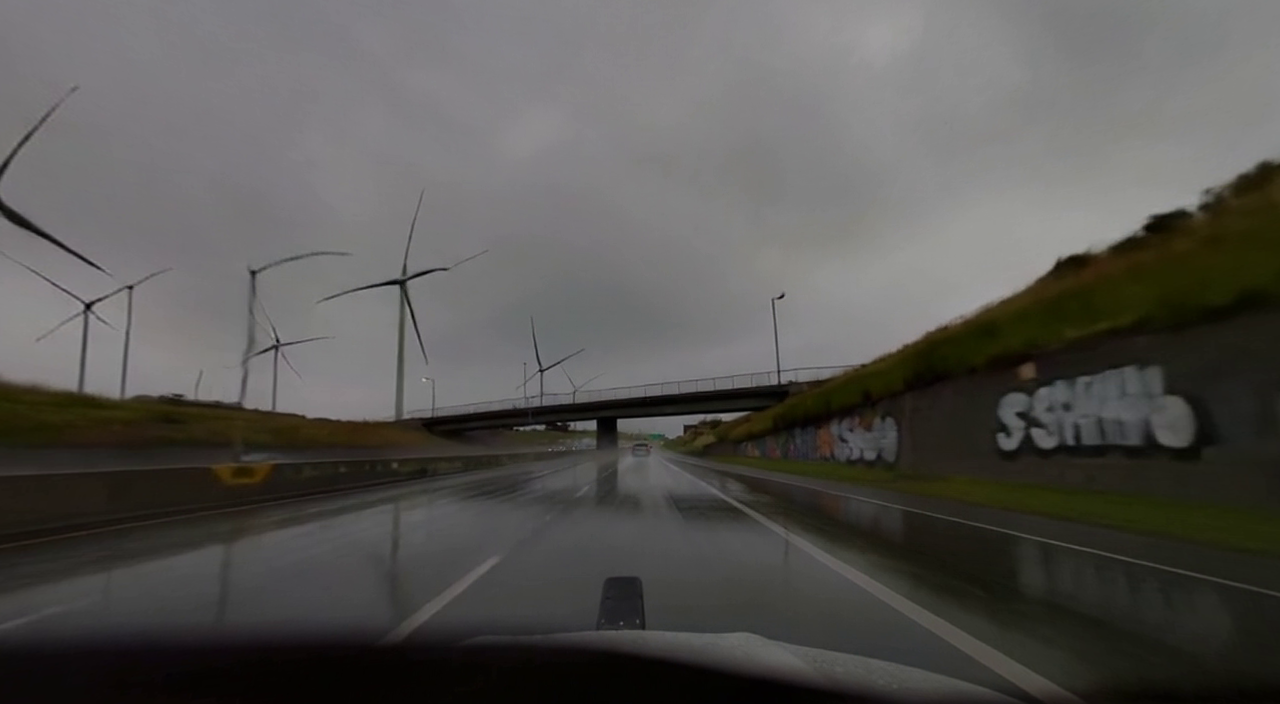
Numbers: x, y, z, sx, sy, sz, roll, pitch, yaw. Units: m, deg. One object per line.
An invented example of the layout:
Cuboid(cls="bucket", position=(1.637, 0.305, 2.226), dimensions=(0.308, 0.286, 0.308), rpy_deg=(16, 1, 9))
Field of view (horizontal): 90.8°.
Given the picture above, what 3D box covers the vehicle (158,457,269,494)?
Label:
Cuboid(cls="vehicle", position=(-18.695, 5.399, 27.950), dimensions=(1.852, 1.456, 4.382), rpy_deg=(0, -9, 0))
